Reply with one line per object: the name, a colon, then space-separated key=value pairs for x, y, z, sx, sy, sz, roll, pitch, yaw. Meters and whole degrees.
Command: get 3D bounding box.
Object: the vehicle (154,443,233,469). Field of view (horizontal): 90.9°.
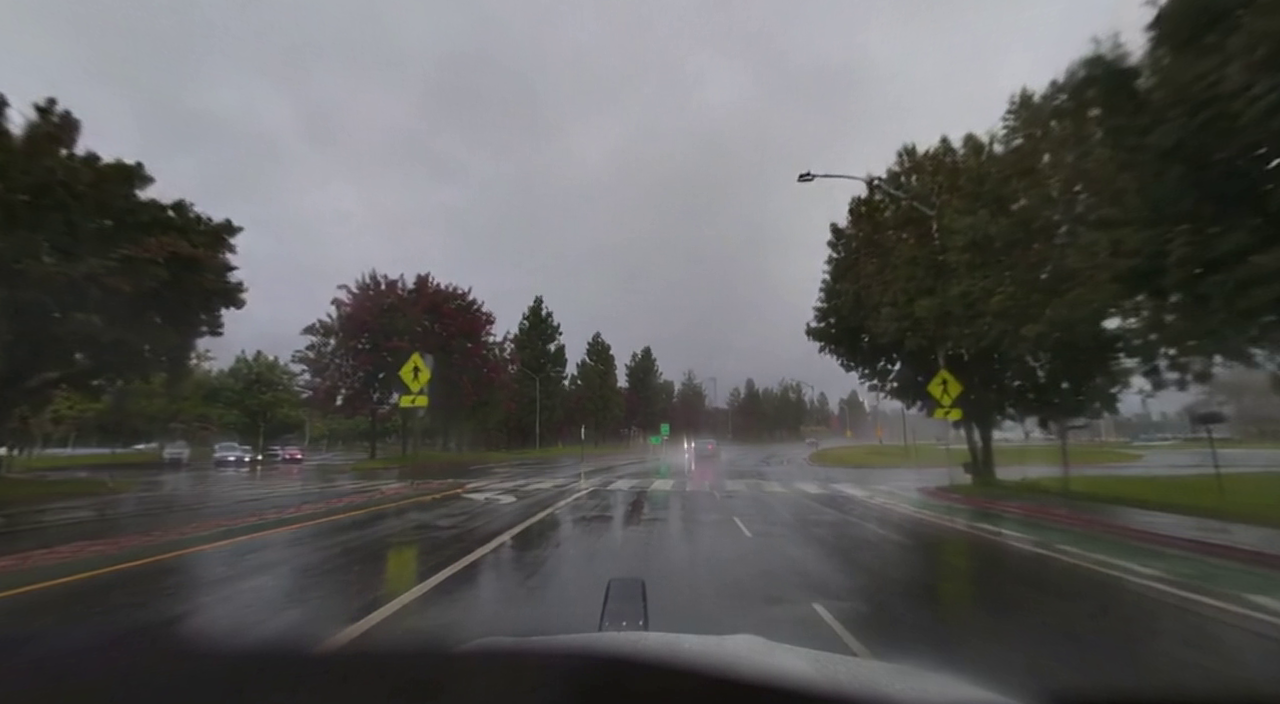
vehicle: x=-32.984 y=7.690 z=46.604 sx=4.856 sy=1.795 sz=2.030 roll=-3 pitch=-9 yaw=15
